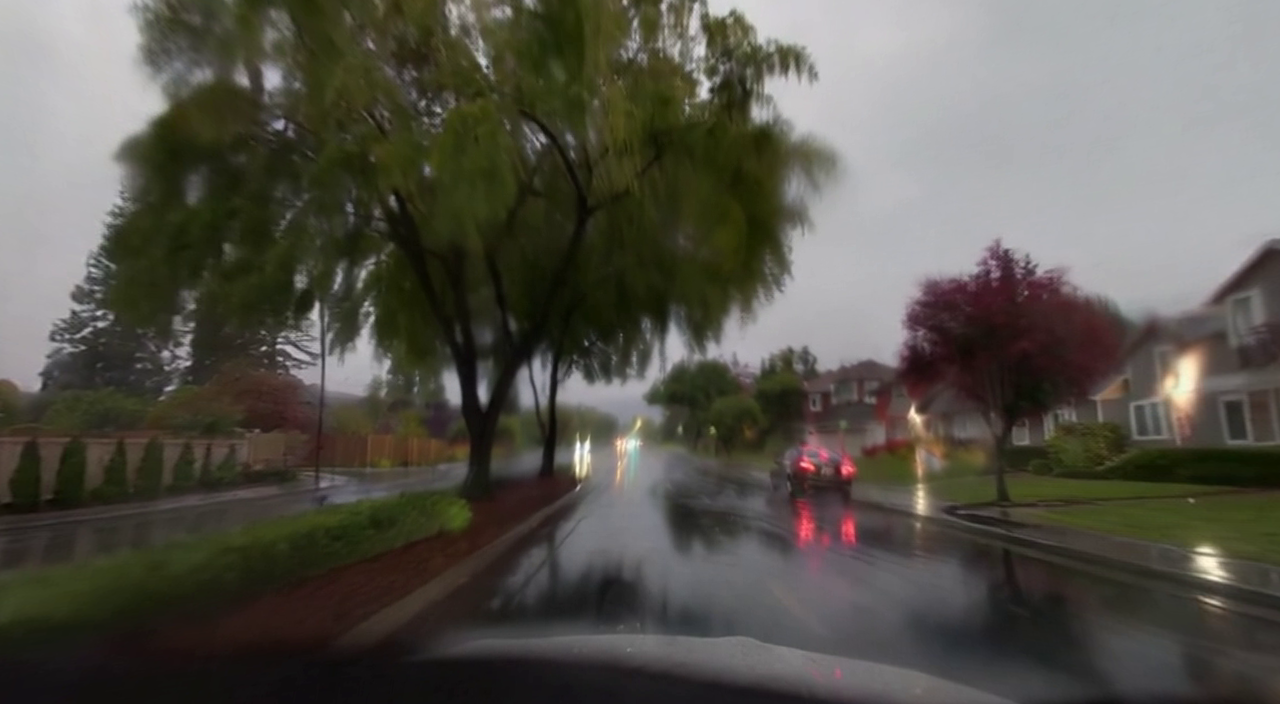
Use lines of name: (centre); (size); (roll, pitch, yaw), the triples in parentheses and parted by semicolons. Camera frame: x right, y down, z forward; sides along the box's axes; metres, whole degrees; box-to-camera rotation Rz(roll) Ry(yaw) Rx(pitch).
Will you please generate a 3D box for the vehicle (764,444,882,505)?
vehicle: (4.970, 3.358, 17.859); (1.904, 1.475, 4.386); (0, -8, -2)
